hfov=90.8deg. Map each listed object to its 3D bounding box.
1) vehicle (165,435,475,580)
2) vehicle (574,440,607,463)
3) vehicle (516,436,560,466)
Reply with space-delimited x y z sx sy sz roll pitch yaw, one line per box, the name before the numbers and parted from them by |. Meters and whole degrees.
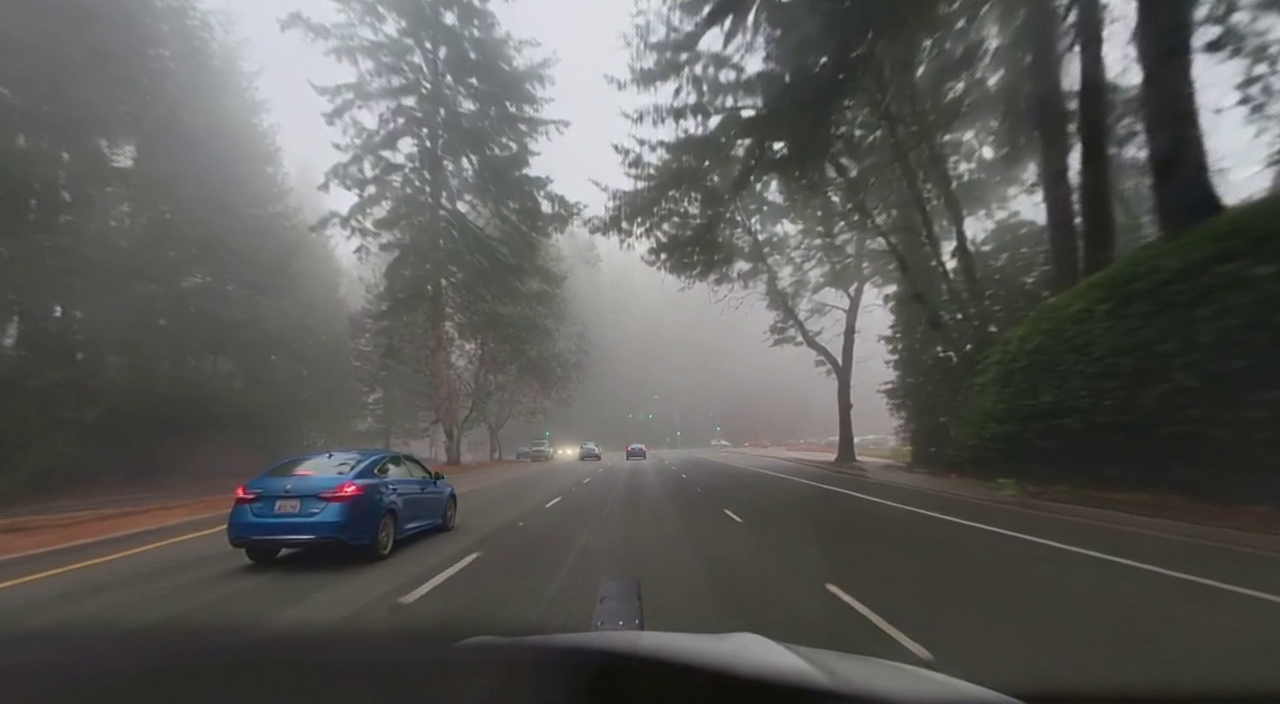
vehicle | -3.788 1.894 8.579 1.905 1.418 4.396 0 -9 0
vehicle | -3.630 7.431 47.134 2.103 1.592 4.160 0 -9 1
vehicle | -7.419 7.250 46.573 2.274 2.040 6.031 0 -9 -1
